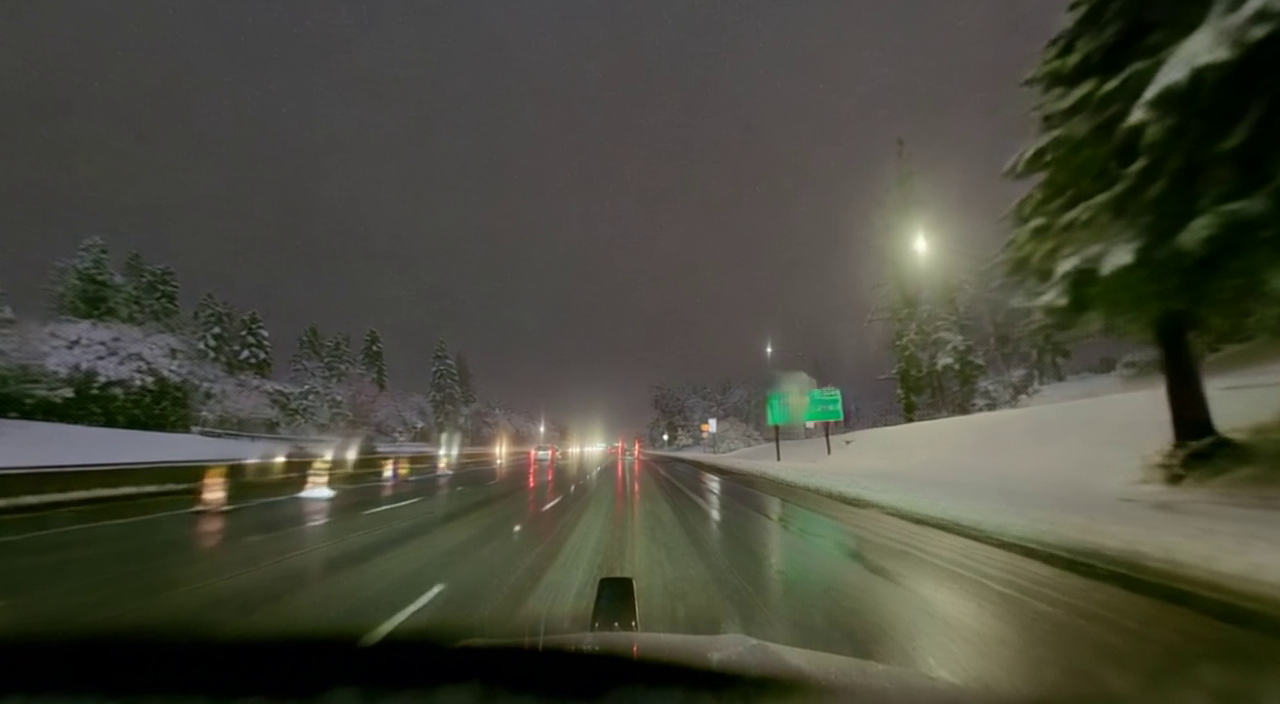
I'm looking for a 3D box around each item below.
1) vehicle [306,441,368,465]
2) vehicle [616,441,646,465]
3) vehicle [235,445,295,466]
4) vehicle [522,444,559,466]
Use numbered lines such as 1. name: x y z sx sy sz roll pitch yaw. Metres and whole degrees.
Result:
1. vehicle: -21.202 7.069 44.437 1.989 1.587 4.874 0 -9 0
2. vehicle: -0.690 7.389 46.162 2.109 1.638 3.856 0 -9 -1
3. vehicle: -27.839 7.702 47.062 1.850 1.472 4.354 0 -9 -1
4. vehicle: -7.135 7.442 45.827 1.997 1.507 4.248 0 -9 0
